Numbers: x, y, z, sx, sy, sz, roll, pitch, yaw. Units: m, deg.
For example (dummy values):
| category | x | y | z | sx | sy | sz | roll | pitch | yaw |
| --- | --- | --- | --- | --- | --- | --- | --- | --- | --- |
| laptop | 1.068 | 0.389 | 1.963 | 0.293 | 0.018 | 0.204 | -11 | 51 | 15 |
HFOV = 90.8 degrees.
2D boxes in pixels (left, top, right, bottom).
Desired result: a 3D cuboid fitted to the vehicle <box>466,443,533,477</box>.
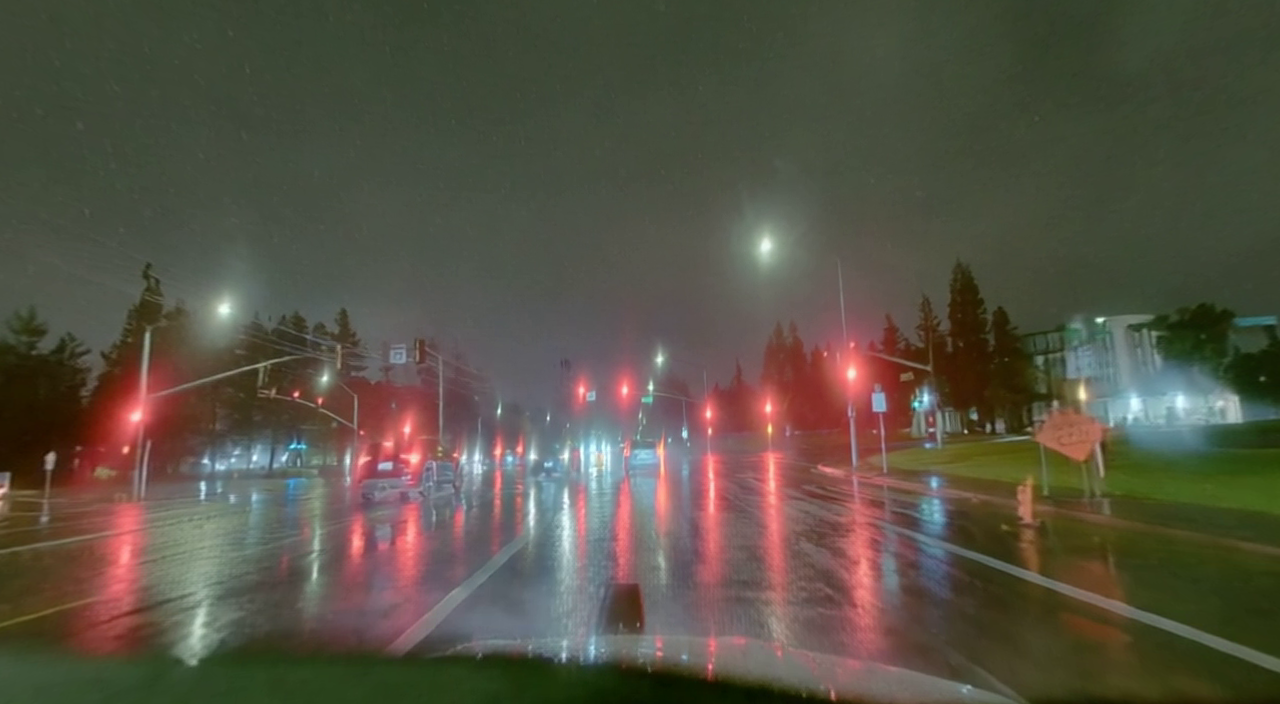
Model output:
| category | x | y | z | sx | sy | sz | roll | pitch | yaw |
| --- | --- | --- | --- | --- | --- | --- | --- | --- | --- |
| vehicle | -6.467 | 4.996 | 29.549 | 2.074 | 1.447 | 4.224 | 0 | -8 | 2 |

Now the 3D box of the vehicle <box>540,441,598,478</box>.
| category | x | y | z | sx | sy | sz | roll | pitch | yaw |
| --- | --- | --- | --- | --- | --- | --- | --- | --- | --- |
| vehicle | -2.923 | 4.540 | 26.918 | 1.946 | 1.437 | 4.154 | 0 | -8 | 1 |

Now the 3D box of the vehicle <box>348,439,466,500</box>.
| category | x | y | z | sx | sy | sz | roll | pitch | yaw |
| --- | --- | --- | --- | --- | --- | --- | --- | --- | --- |
| vehicle | -6.704 | 3.408 | 18.706 | 1.869 | 1.570 | 4.064 | 0 | -8 | 1 |

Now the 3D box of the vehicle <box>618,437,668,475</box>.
| category | x | y | z | sx | sy | sz | roll | pitch | yaw |
| --- | --- | --- | --- | --- | --- | --- | --- | --- | --- |
| vehicle | 0.142 | 4.453 | 27.255 | 1.985 | 1.521 | 3.968 | 0 | -8 | 1 |
